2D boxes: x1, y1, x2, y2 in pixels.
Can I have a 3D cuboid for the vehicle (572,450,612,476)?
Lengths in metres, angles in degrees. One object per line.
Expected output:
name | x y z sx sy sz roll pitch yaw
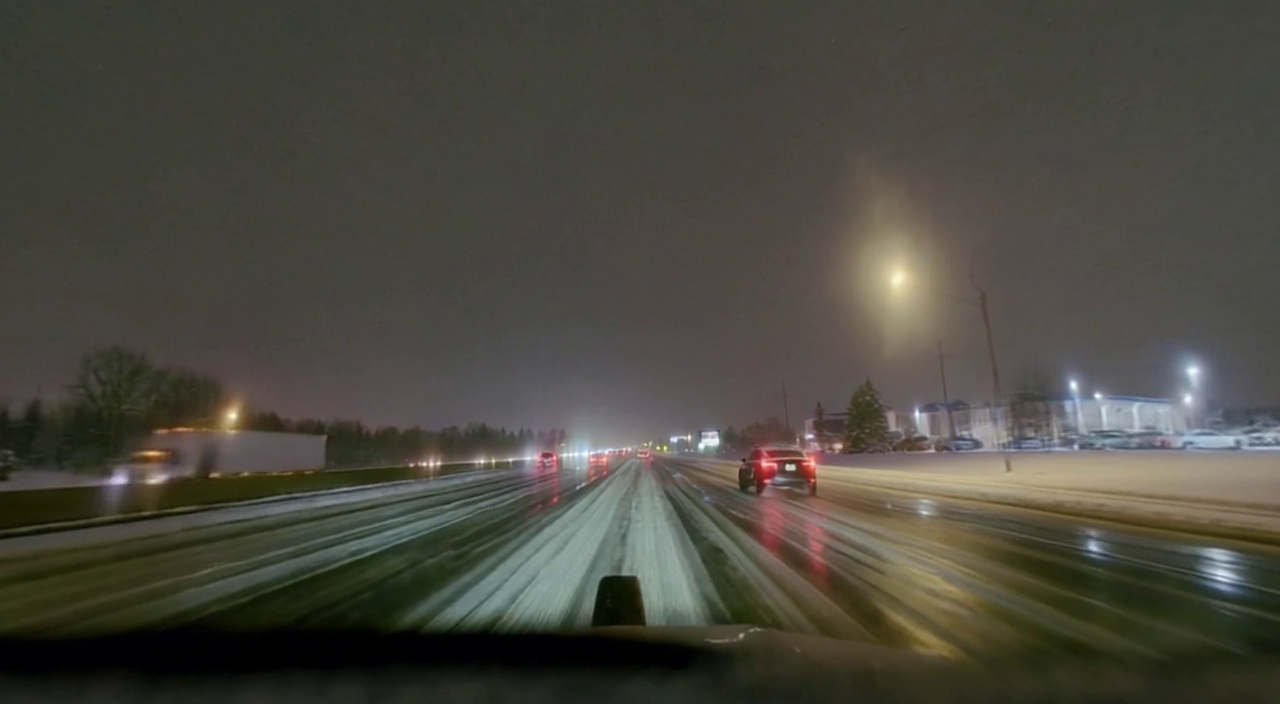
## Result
vehicle | -2.896 6.847 39.068 2.139 1.510 4.506 0 -9 0

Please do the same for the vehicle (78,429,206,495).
vehicle | -31.683 7.005 40.494 3.021 3.822 6.050 -1 -9 1

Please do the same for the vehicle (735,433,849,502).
vehicle | 4.277 3.352 18.653 2.109 1.764 4.704 0 -9 -1
